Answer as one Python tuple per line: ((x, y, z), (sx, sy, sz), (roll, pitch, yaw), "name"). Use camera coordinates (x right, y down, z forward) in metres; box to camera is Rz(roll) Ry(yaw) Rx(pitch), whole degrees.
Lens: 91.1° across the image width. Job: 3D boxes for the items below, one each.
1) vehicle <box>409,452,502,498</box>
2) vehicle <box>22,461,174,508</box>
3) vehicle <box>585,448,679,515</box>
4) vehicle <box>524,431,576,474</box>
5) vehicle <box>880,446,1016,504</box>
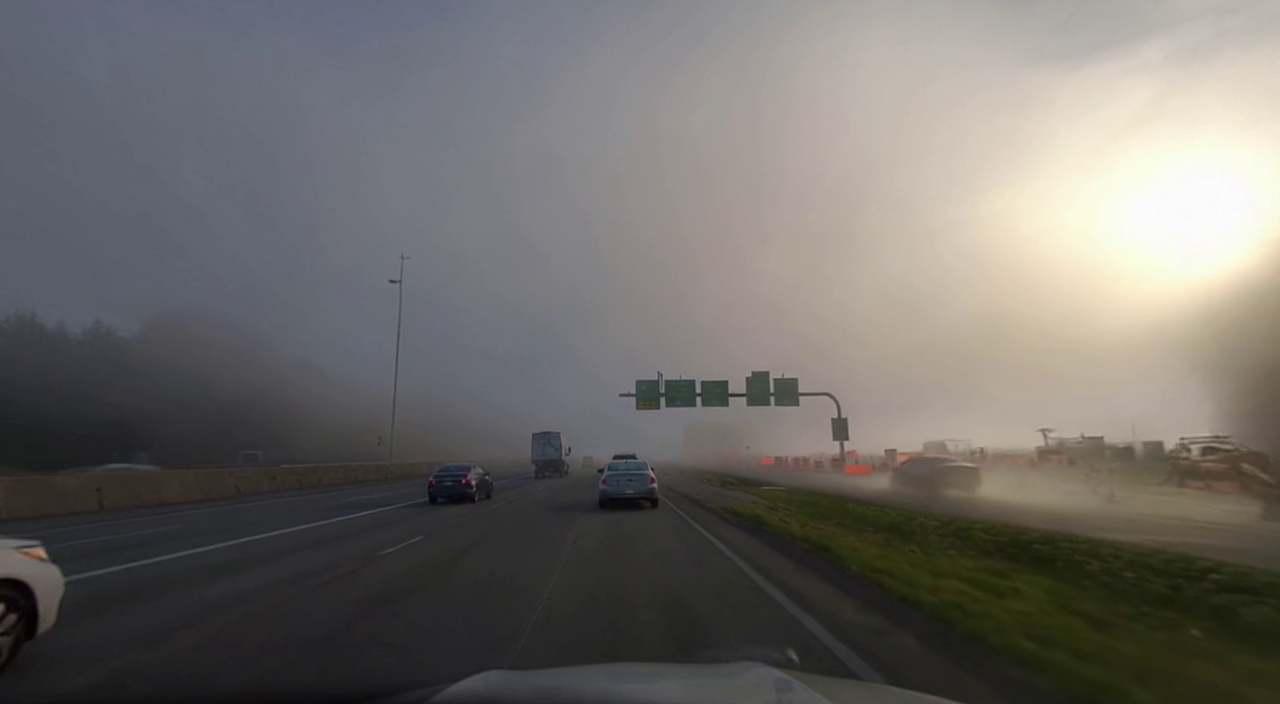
((-6.337, 4.254, 22.117), (2.063, 1.417, 4.000), (0, -9, -1), "vehicle")
((-18.894, 4.597, 22.204), (1.815, 1.416, 4.035), (0, -9, -2), "vehicle")
((-0.230, 3.135, 15.685), (2.080, 1.451, 3.512), (0, -9, -2), "vehicle")
((-5.925, 6.759, 42.270), (2.326, 2.645, 6.249), (-1, -9, 2), "vehicle")
((8.654, 3.460, 18.093), (1.871, 1.460, 3.754), (0, -9, -3), "vehicle")
